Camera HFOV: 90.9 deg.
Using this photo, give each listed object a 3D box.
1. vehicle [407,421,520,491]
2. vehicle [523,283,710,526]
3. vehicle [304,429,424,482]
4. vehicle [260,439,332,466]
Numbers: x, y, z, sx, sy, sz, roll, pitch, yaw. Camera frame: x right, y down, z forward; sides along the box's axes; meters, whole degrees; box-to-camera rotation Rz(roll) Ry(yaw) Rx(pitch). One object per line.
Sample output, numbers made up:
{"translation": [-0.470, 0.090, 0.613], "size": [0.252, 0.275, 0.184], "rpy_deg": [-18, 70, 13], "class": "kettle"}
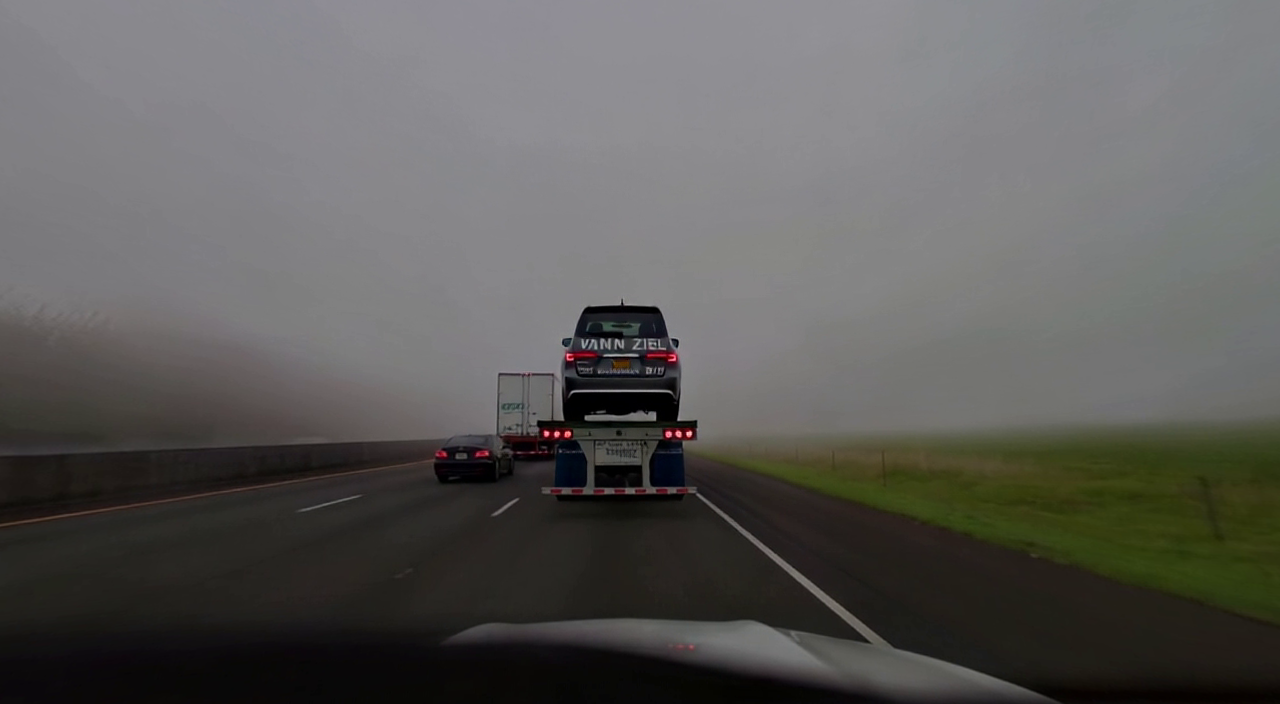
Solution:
{"translation": [-4.697, 2.799, 17.467], "size": [1.914, 1.675, 4.331], "rpy_deg": [0, -7, 0], "class": "vehicle"}
{"translation": [-0.453, 1.339, 14.001], "size": [2.738, 3.628, 9.223], "rpy_deg": [0, -7, -1], "class": "vehicle"}
{"translation": [-8.931, 3.361, 20.938], "size": [1.897, 1.524, 4.790], "rpy_deg": [0, -7, -1], "class": "vehicle"}
{"translation": [-20.766, 6.071, 38.257], "size": [1.860, 1.465, 4.608], "rpy_deg": [0, -7, -1], "class": "vehicle"}
